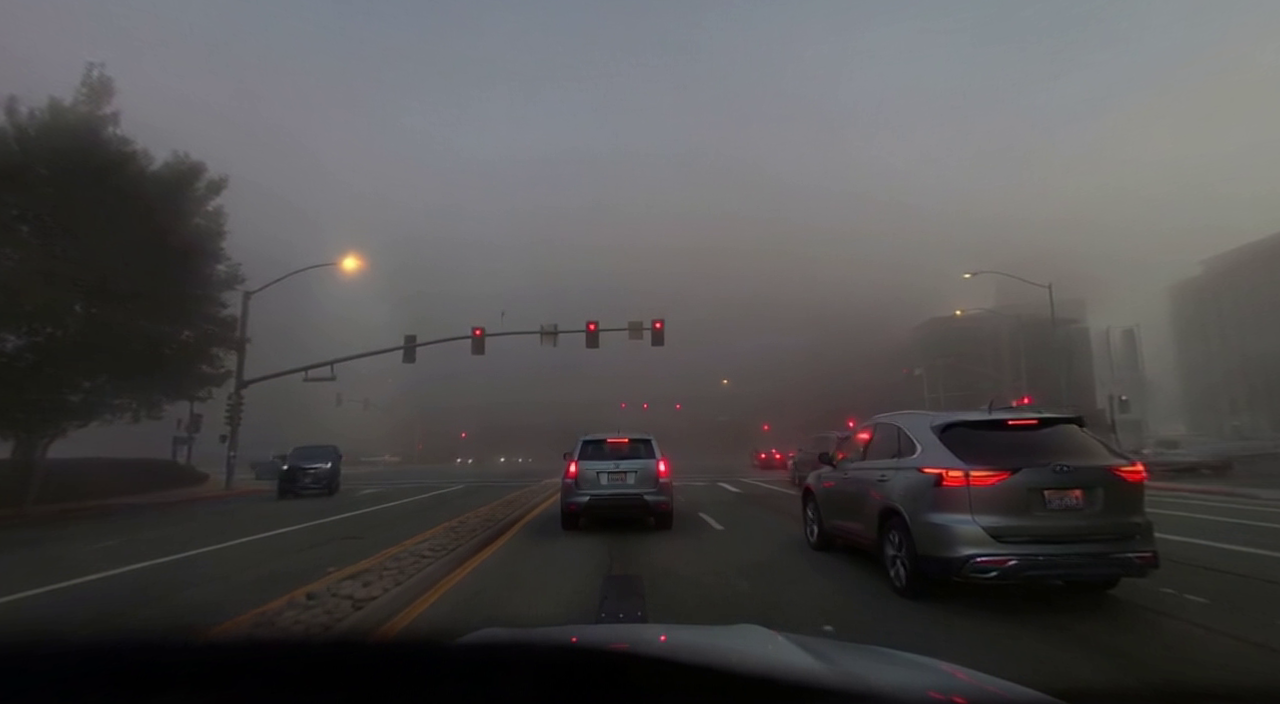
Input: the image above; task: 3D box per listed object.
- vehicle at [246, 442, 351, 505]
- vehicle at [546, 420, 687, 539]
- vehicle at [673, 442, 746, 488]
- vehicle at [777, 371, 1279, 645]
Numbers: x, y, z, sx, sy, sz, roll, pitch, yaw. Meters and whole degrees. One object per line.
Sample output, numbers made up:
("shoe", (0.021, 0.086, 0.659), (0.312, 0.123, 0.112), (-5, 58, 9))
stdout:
("vehicle", (-12.027, 4.237, 22.667), (2.354, 1.949, 4.905), (2, -9, -18))
("vehicle", (-0.386, 2.156, 11.300), (2.039, 1.698, 4.144), (0, -8, -1))
("vehicle", (2.358, 3.967, 22.551), (1.900, 1.459, 4.260), (0, -8, -3))
("vehicle", (3.083, 1.344, 6.454), (2.228, 1.798, 4.370), (0, -8, -2))
